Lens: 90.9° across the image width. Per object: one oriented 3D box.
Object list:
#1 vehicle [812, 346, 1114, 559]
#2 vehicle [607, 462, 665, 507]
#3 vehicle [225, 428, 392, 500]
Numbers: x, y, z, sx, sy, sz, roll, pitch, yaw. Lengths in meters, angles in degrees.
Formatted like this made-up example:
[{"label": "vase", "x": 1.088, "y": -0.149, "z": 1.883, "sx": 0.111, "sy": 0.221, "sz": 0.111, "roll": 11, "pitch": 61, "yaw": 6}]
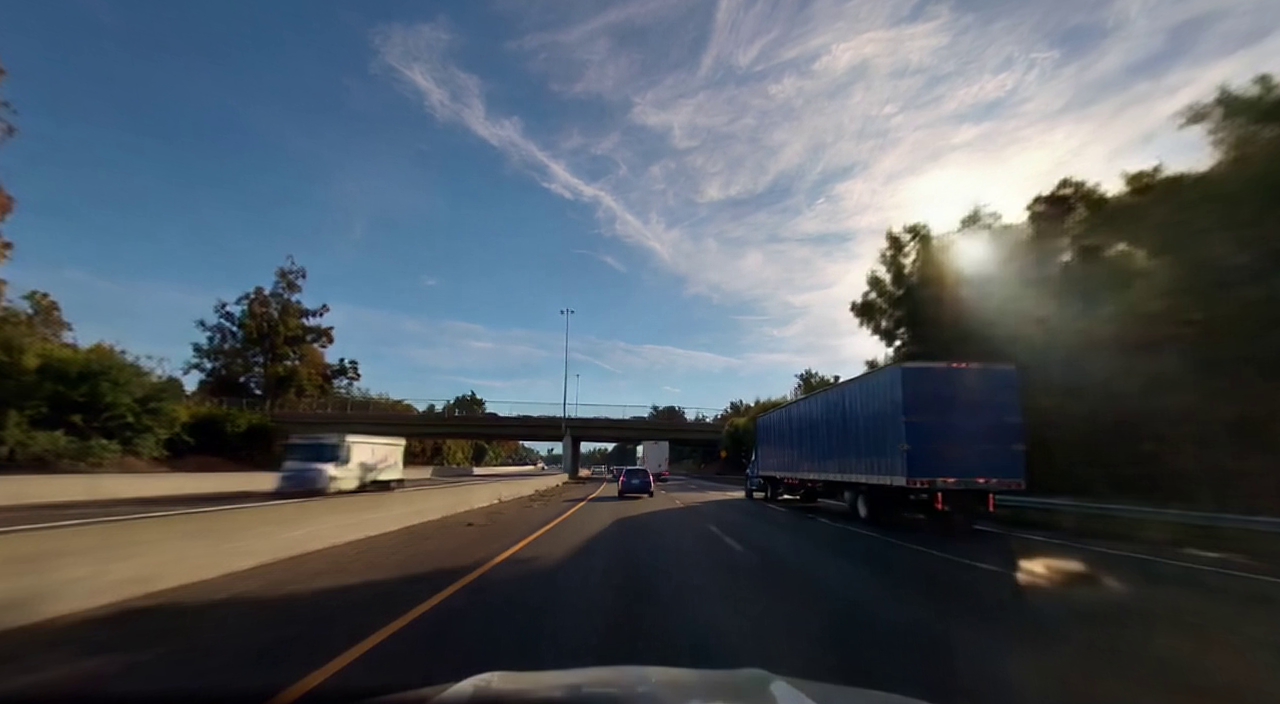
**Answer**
[{"label": "vehicle", "x": 6.736, "y": 2.467, "z": 15.160, "sx": 2.839, "sy": 3.684, "sz": 8.091, "roll": 1, "pitch": -11, "yaw": 0}, {"label": "vehicle", "x": -0.166, "y": 5.085, "z": 24.374, "sx": 2.067, "sy": 1.552, "sz": 3.601, "roll": 1, "pitch": -11, "yaw": -1}, {"label": "vehicle", "x": -9.699, "y": 3.425, "z": 19.174, "sx": 1.997, "sy": 1.794, "sz": 5.701, "roll": 1, "pitch": -11, "yaw": 0}]
